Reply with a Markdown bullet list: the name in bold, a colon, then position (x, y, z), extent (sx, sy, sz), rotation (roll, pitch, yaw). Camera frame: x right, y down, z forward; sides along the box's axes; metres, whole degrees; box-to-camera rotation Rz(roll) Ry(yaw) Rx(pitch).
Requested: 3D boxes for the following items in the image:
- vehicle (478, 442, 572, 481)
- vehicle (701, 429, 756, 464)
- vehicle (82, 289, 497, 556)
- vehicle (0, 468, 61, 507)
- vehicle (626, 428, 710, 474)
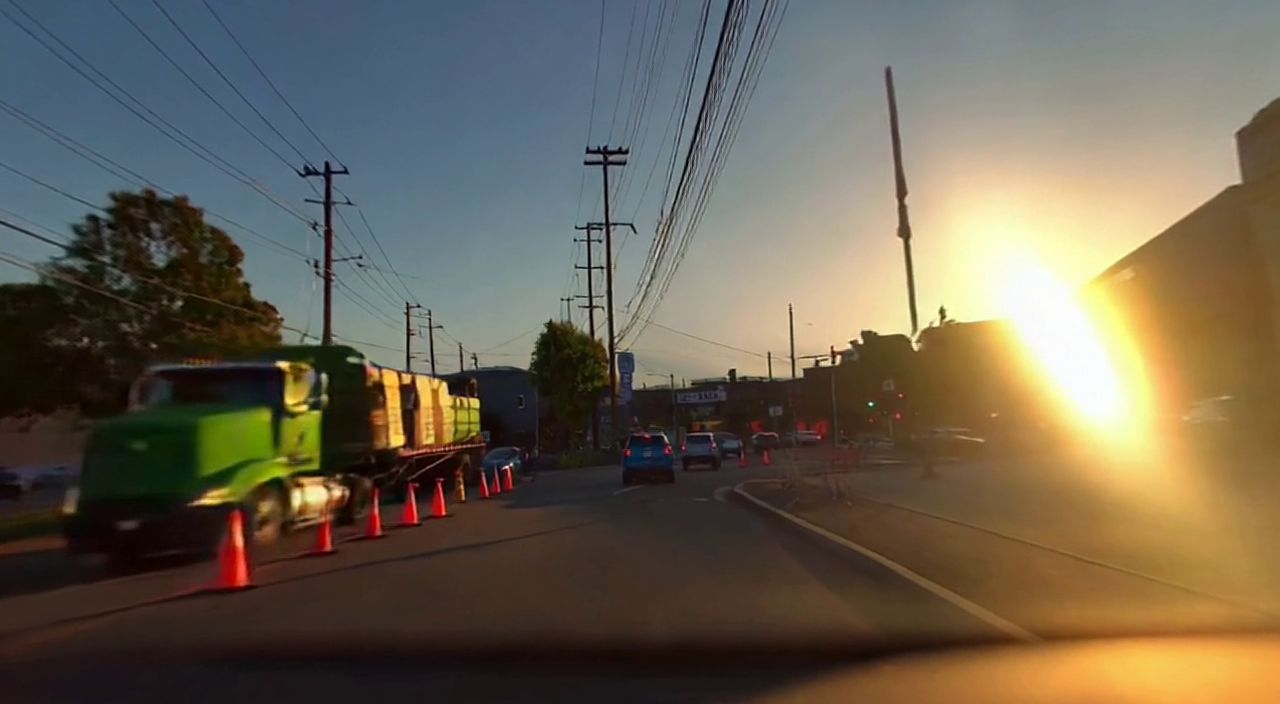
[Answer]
- **vehicle**: position (-4.931, 4.739, 27.888), extent (2.103, 1.526, 4.743), rotation (-2, -8, 17)
- **vehicle**: position (5.412, 5.665, 38.042), extent (2.206, 1.911, 5.548), rotation (-3, -8, 19)
- **vehicle**: position (-6.187, 1.712, 14.507), extent (3.007, 3.800, 11.011), rotation (0, -8, 1)
- **vehicle**: position (-32.900, 7.028, 32.801), extent (4.608, 1.763, 2.016), rotation (-4, -8, 17)
- **vehicle**: position (1.388, 4.420, 28.576), extent (2.256, 1.859, 5.118), rotation (-3, -8, 21)
